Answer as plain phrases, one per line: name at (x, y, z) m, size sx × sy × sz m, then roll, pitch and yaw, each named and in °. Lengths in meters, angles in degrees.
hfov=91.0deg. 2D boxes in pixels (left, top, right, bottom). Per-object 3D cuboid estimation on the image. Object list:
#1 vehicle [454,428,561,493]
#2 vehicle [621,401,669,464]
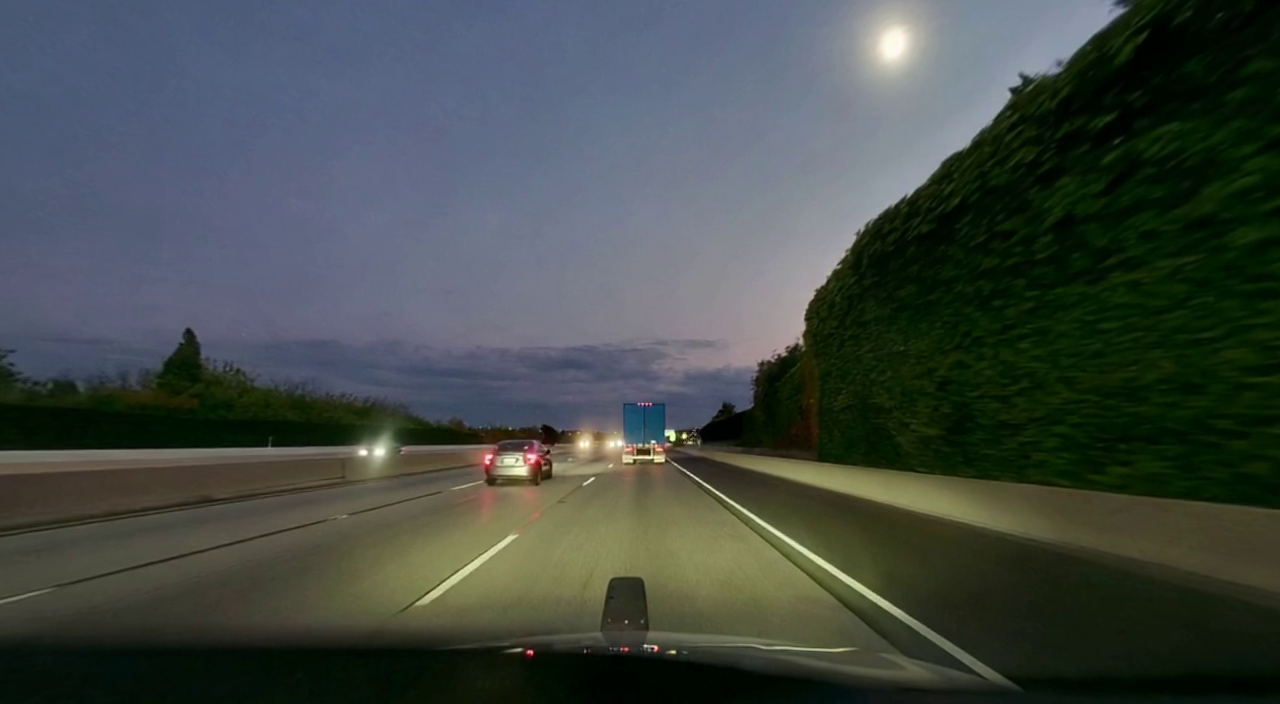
vehicle at (-3.854, 3.237, 19.252) m, size 2.186 × 1.716 × 4.672 m, roll 0°, pitch -8°, yaw 1°
vehicle at (0.326, 6.306, 48.497) m, size 3.078 × 4.031 × 16.069 m, roll 0°, pitch -8°, yaw 0°
